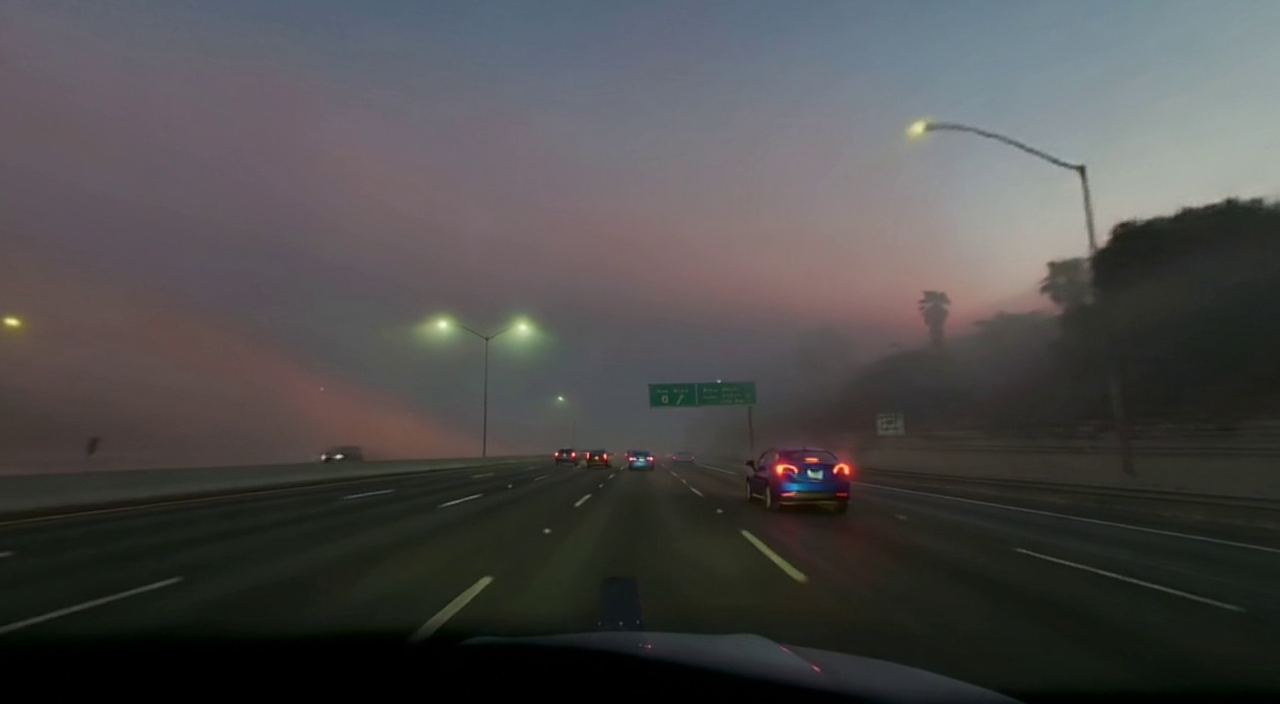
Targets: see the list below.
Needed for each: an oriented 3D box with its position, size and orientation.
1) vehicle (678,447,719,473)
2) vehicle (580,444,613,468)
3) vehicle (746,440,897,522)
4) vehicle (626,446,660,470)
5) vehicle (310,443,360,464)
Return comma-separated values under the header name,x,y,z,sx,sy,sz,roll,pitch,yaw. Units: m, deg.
name,x,y,z,sx,sy,sz,roll,pitch,yaw
vehicle,3.515,6.549,38.439,2.036,1.517,4.256,0,-9,-1
vehicle,-3.203,7.731,47.096,2.091,1.664,4.157,0,-9,1
vehicle,3.816,2.779,14.205,2.077,1.527,4.553,0,-9,0
vehicle,0.182,7.070,42.176,2.166,1.496,4.158,0,-9,0
vehicle,-22.999,7.669,47.608,1.734,1.524,3.833,0,-9,2
